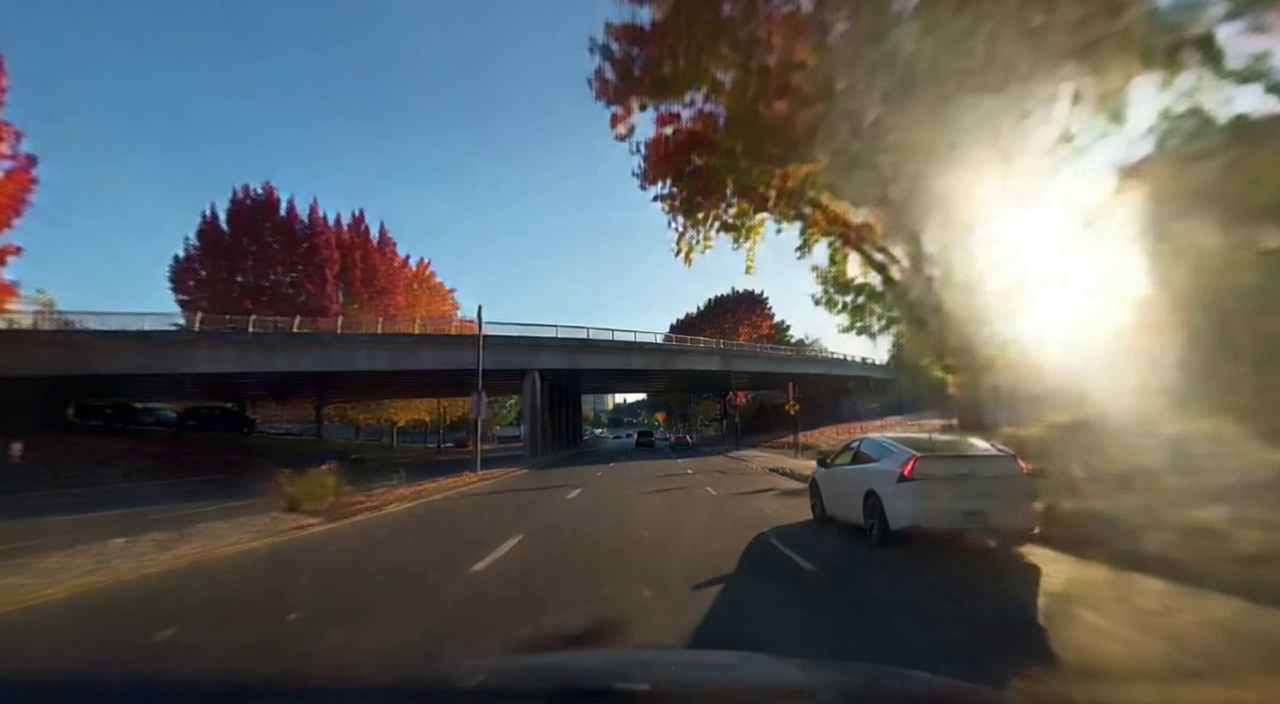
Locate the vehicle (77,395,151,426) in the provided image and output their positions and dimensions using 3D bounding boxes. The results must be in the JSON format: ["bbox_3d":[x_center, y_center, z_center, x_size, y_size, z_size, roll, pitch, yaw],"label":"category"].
[{"bbox_3d":[-39.063,4.448,46.947,2.058,1.936,5.826,2,-9,-18],"label":"vehicle"}]

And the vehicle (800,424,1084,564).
[{"bbox_3d":[3.939,1.927,9.303,2.063,1.542,4.420,-1,-9,1],"label":"vehicle"}]
